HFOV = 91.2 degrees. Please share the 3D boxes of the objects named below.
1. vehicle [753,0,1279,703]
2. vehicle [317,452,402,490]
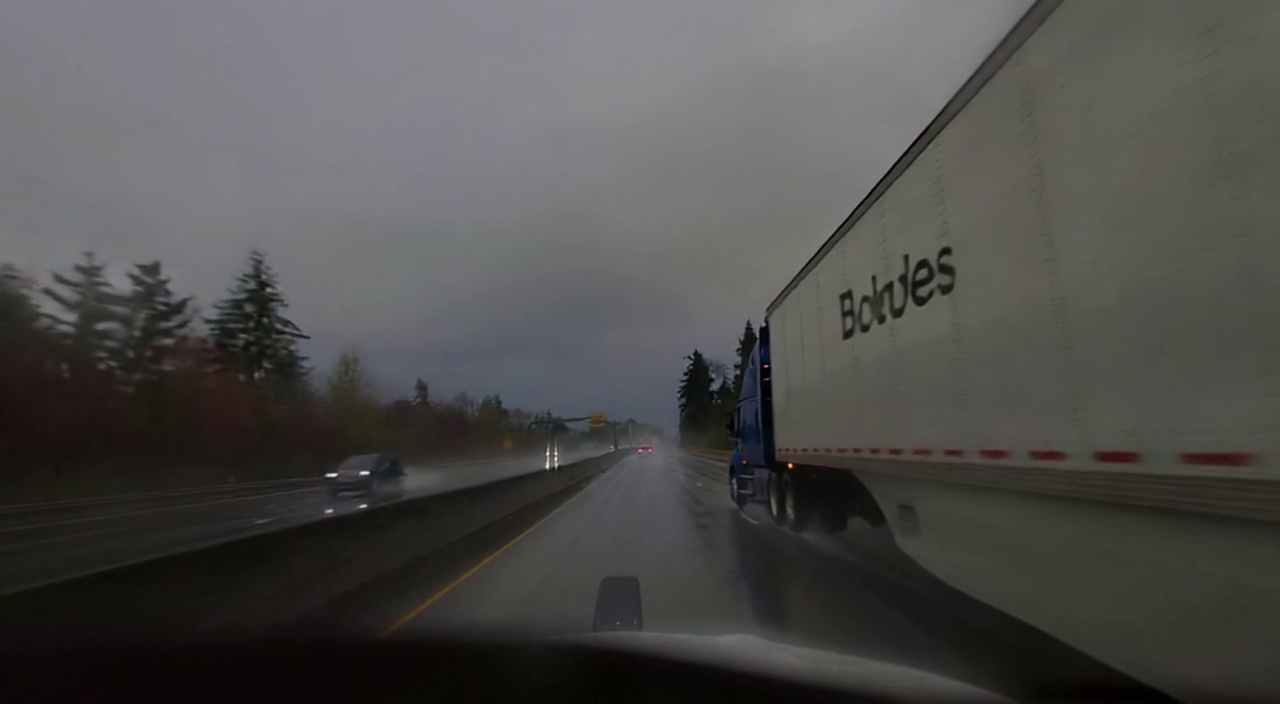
[{"bbox_3d":[4.346,0.148,5.606,3.537,4.071,17.399,0,-9,0],"label":"vehicle"},{"bbox_3d":[-12.878,5.452,29.073,1.917,1.615,4.189,-1,-9,1],"label":"vehicle"}]
